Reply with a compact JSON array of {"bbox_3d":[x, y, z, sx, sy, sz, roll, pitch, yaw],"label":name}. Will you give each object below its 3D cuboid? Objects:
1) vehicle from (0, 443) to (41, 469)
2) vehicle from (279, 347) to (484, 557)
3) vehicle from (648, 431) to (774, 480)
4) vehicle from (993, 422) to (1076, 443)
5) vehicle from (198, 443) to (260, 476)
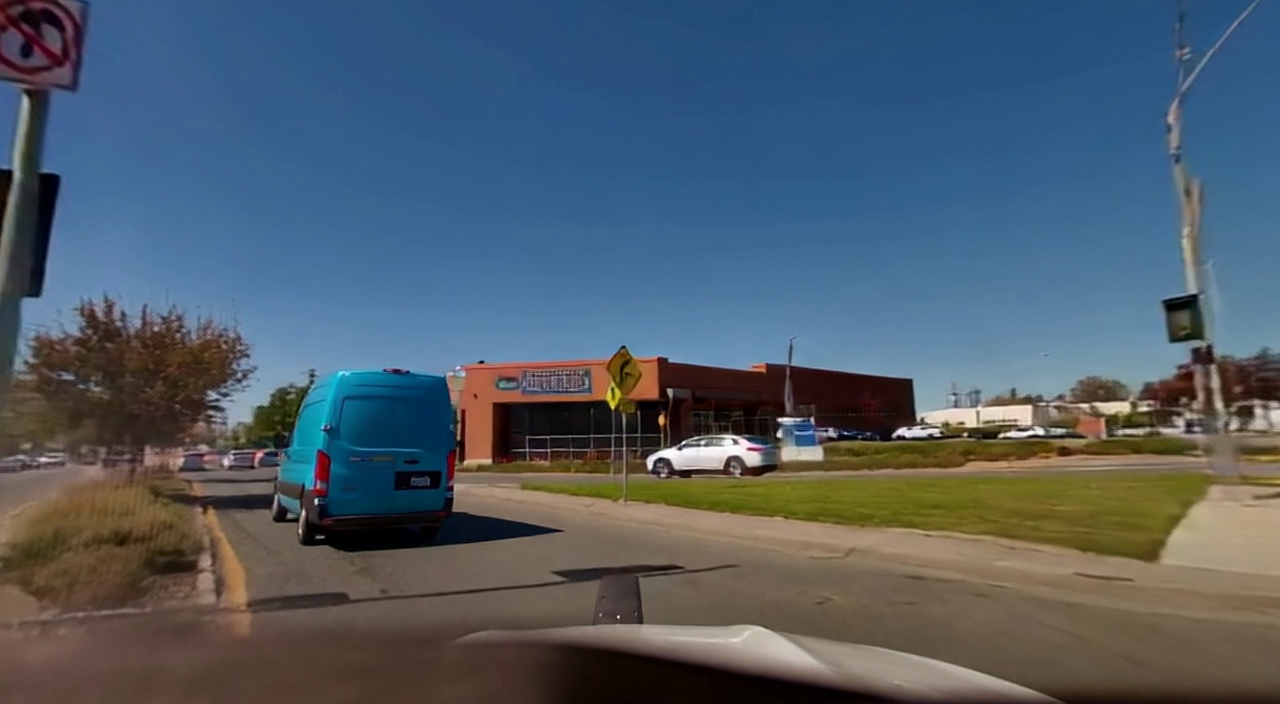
[{"bbox_3d":[-42.633,7.025,42.451,1.938,1.688,4.523,6,-10,-32],"label":"vehicle"},{"bbox_3d":[-4.772,1.693,10.954,2.432,2.624,5.670,5,-10,-29],"label":"vehicle"},{"bbox_3d":[2.442,3.552,21.621,4.109,1.592,2.008,-1,-9,8],"label":"vehicle"},{"bbox_3d":[30.024,6.186,47.813,2.003,1.520,4.883,6,-11,-34],"label":"vehicle"},{"bbox_3d":[-20.656,5.352,31.382,1.933,1.533,4.457,8,-11,-40],"label":"vehicle"}]
